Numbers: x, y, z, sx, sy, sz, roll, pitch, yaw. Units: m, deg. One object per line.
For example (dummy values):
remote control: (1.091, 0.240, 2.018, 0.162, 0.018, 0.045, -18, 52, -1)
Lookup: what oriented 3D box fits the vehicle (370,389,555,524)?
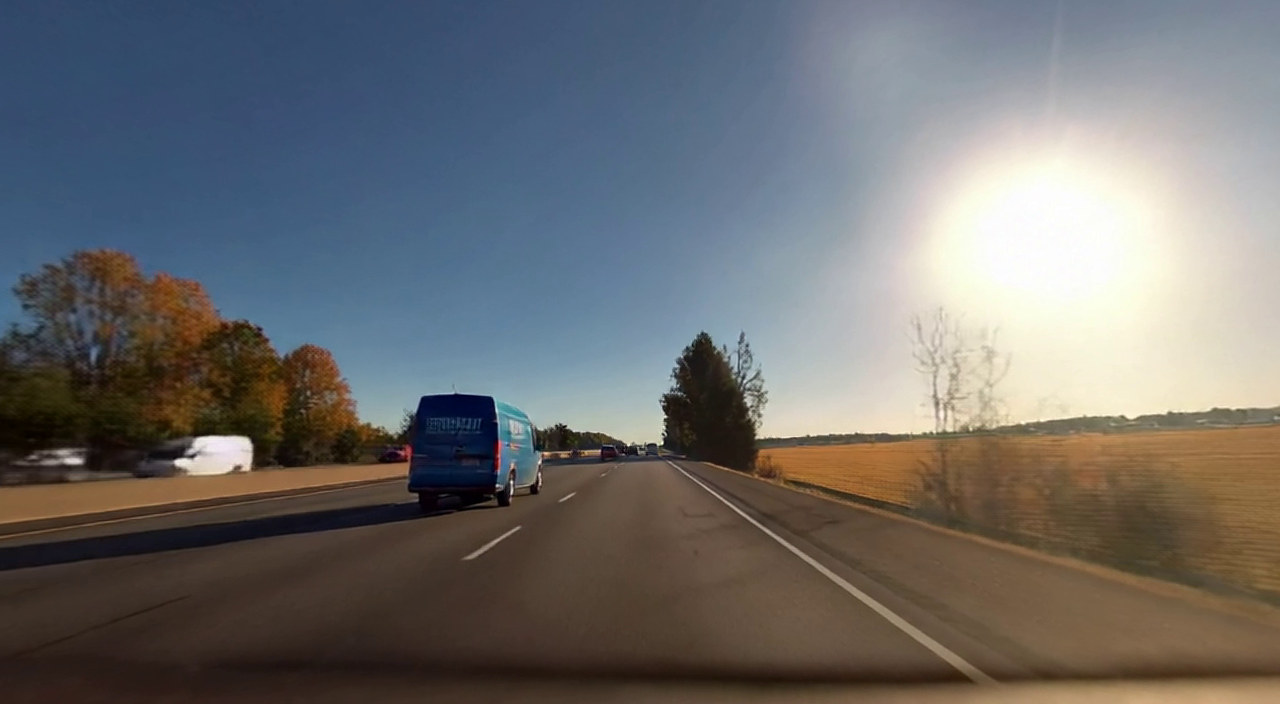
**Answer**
vehicle: (-3.484, 2.226, 13.780, 2.360, 2.367, 5.223, 0, -9, 2)
